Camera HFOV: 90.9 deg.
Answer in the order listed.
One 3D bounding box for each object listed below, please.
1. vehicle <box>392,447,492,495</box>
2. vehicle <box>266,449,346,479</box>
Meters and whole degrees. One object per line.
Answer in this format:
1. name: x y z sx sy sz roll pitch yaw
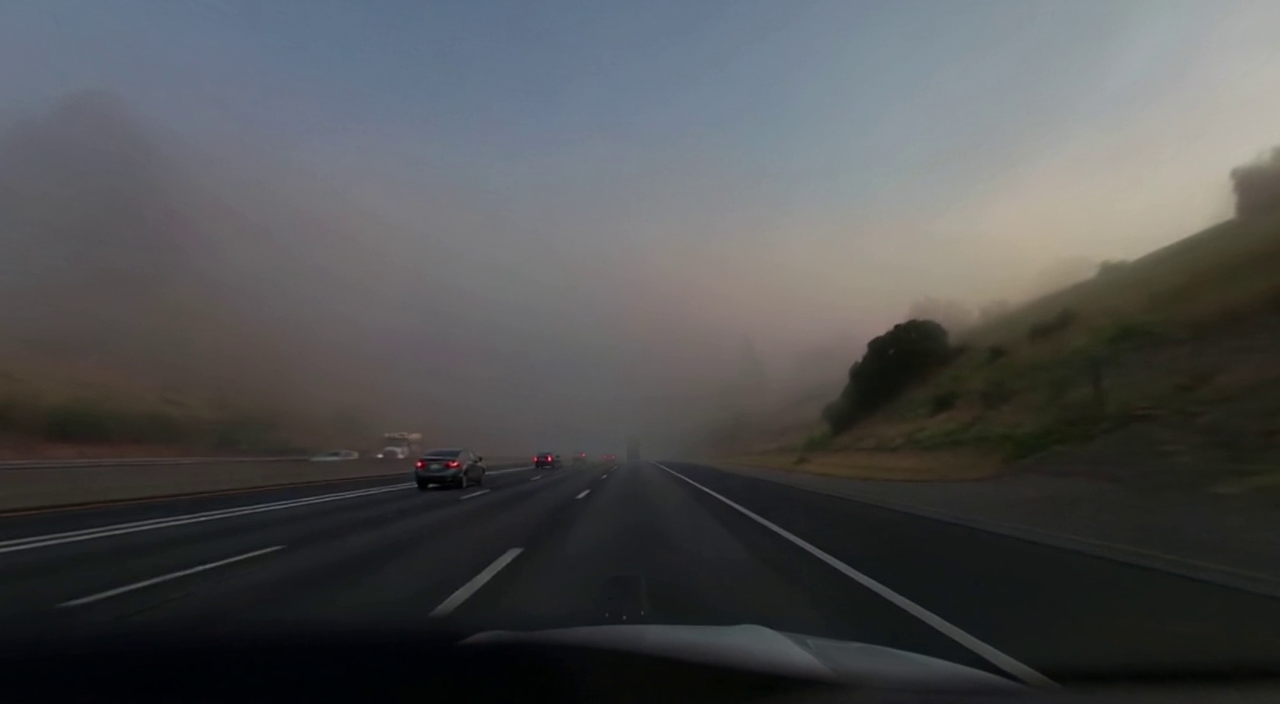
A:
1. vehicle: -6.820 4.115 22.259 2.015 1.483 4.626 0 -9 0
2. vehicle: -18.191 6.094 34.596 1.885 1.505 4.690 0 -9 0
